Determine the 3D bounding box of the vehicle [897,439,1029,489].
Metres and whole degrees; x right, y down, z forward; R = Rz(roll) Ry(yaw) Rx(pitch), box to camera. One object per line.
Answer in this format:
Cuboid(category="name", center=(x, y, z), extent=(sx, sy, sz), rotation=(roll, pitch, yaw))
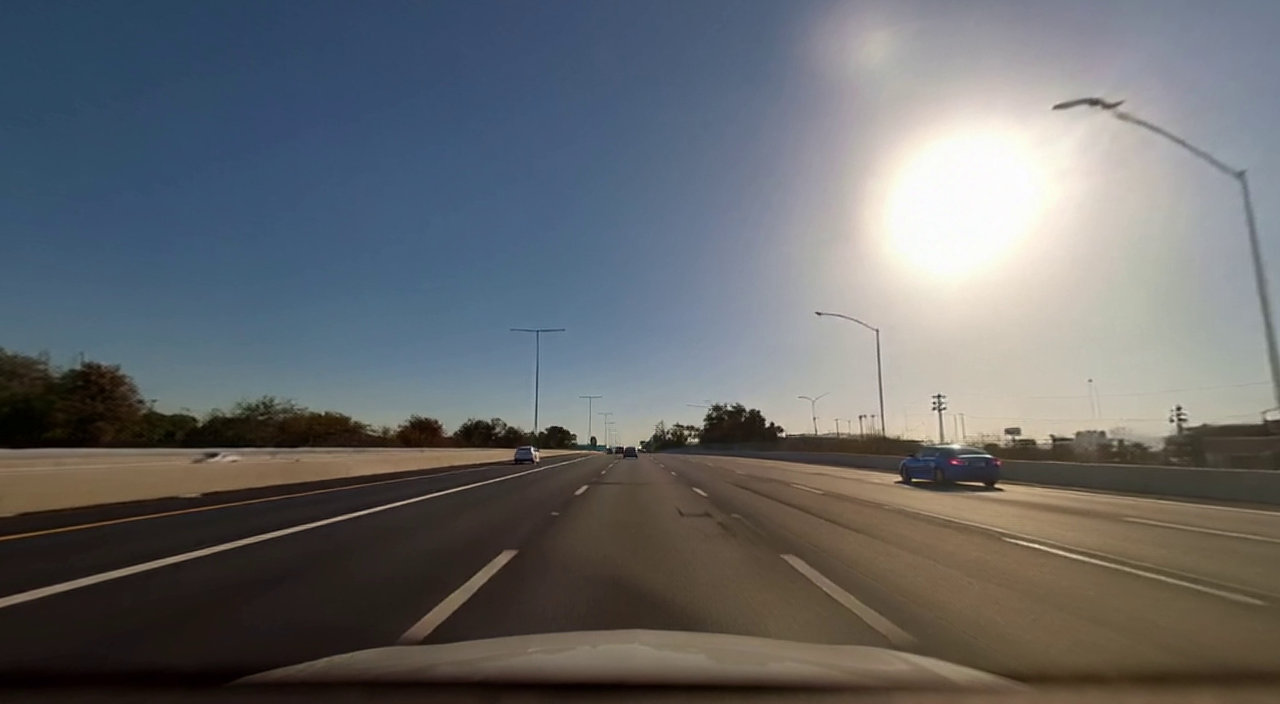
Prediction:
Cuboid(category="vehicle", center=(10.703, 3.733, 21.395), extent=(1.985, 1.493, 4.486), rotation=(0, -9, -1))
